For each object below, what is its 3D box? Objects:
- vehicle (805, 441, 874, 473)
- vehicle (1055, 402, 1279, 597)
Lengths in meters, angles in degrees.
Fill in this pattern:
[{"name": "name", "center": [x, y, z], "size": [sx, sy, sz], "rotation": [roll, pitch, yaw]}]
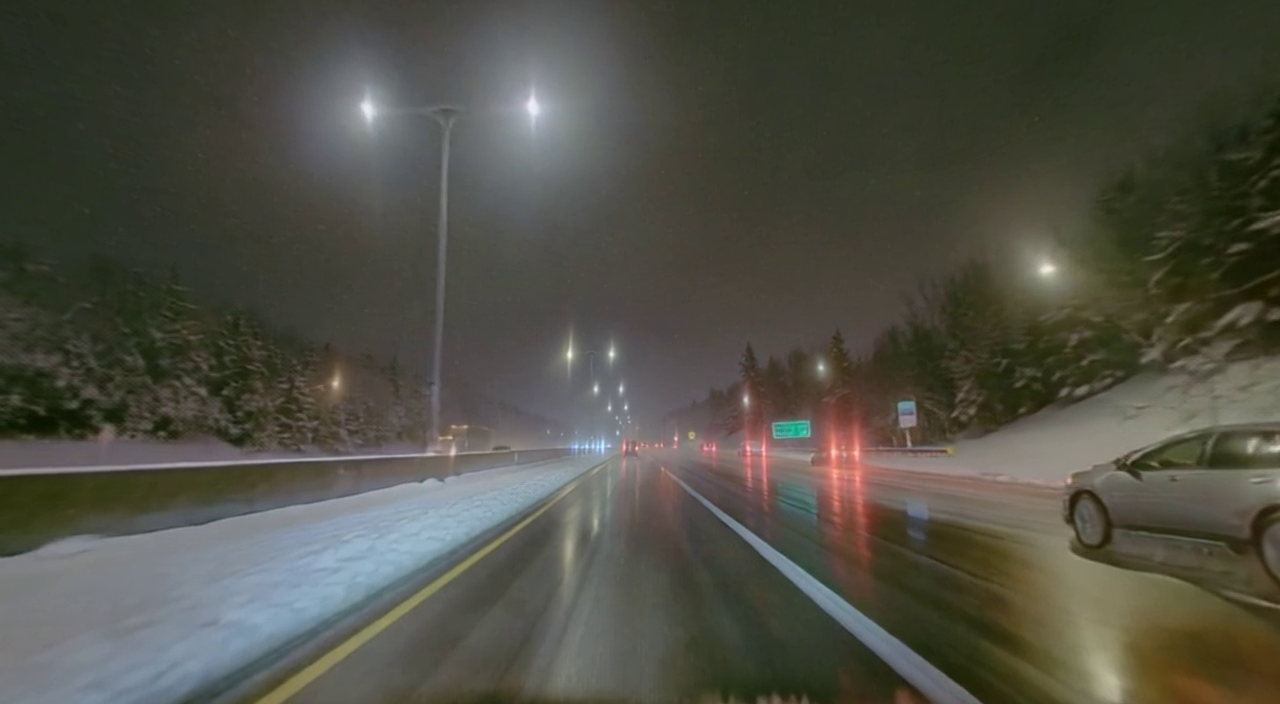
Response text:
[{"name": "vehicle", "center": [10.497, 5.536, 33.641], "size": [1.962, 1.536, 4.945], "rotation": [0, -8, -1]}, {"name": "vehicle", "center": [6.601, 1.376, 6.107], "size": [2.027, 1.679, 4.543], "rotation": [0, -8, 0]}]
